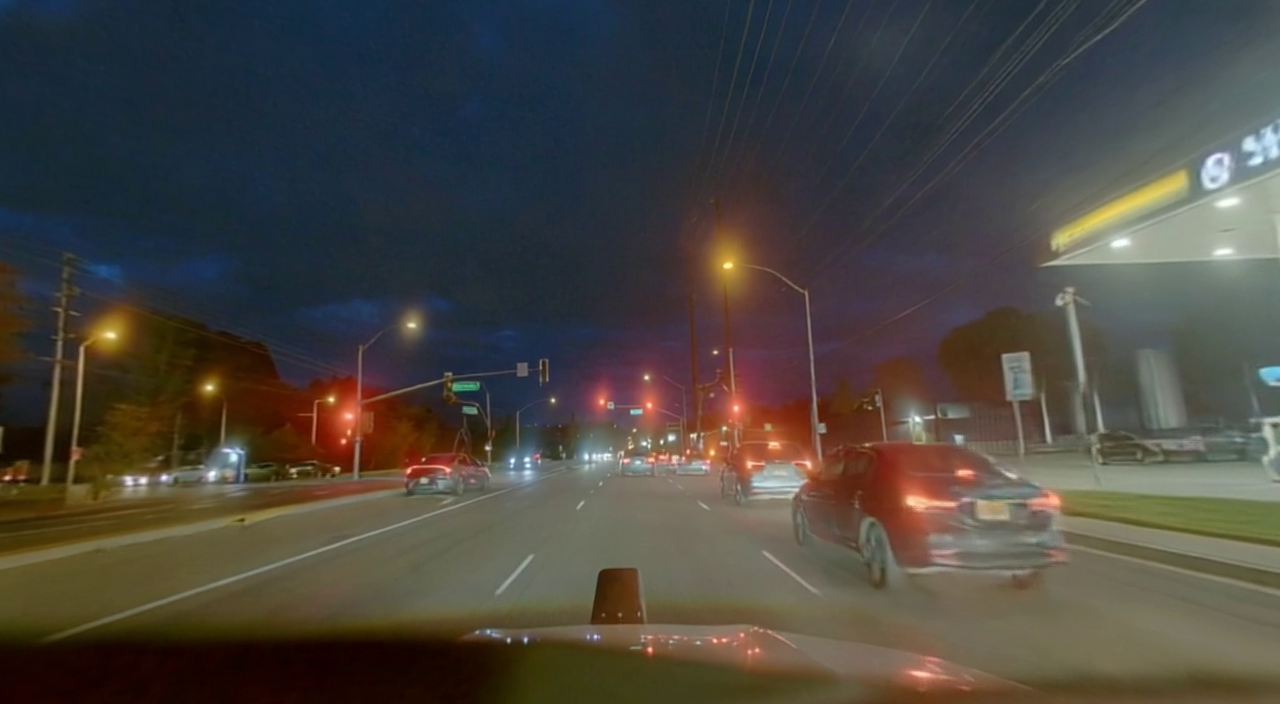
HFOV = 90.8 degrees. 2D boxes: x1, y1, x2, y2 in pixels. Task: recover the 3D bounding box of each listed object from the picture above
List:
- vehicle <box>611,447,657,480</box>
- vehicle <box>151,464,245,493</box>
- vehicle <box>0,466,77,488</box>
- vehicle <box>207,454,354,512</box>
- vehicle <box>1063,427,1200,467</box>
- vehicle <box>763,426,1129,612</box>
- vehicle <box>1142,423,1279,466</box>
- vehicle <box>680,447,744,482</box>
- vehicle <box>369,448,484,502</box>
[{"bbox_3d":[-0.320,5.361,30.656,2.065,1.484,3.894,0,-9,-1],"label":"vehicle"},{"bbox_3d":[-27.851,7.940,39.838,4.989,1.567,2.075,-2,-10,17],"label":"vehicle"},{"bbox_3d":[-47.047,9.681,48.923,4.812,1.493,1.991,0,-9,-1],"label":"vehicle"},{"bbox_3d":[-10.908,3.968,19.657,1.985,1.512,4.433,-1,-9,0],"label":"vehicle"},{"bbox_3d":[19.969,3.916,25.988,2.140,1.485,4.425,-1,-9,2],"label":"vehicle"},{"bbox_3d":[2.946,1.696,7.406,1.945,1.470,4.363,0,-9,-2],"label":"vehicle"},{"bbox_3d":[24.042,3.846,26.135,1.934,1.570,5.073,1,-9,-7],"label":"vehicle"},{"bbox_3d":[3.170,5.092,28.909,2.208,1.436,4.542,0,-9,-2],"label":"vehicle"},{"bbox_3d":[-6.437,3.728,19.590,2.075,1.470,4.190,-1,-9,0],"label":"vehicle"}]
